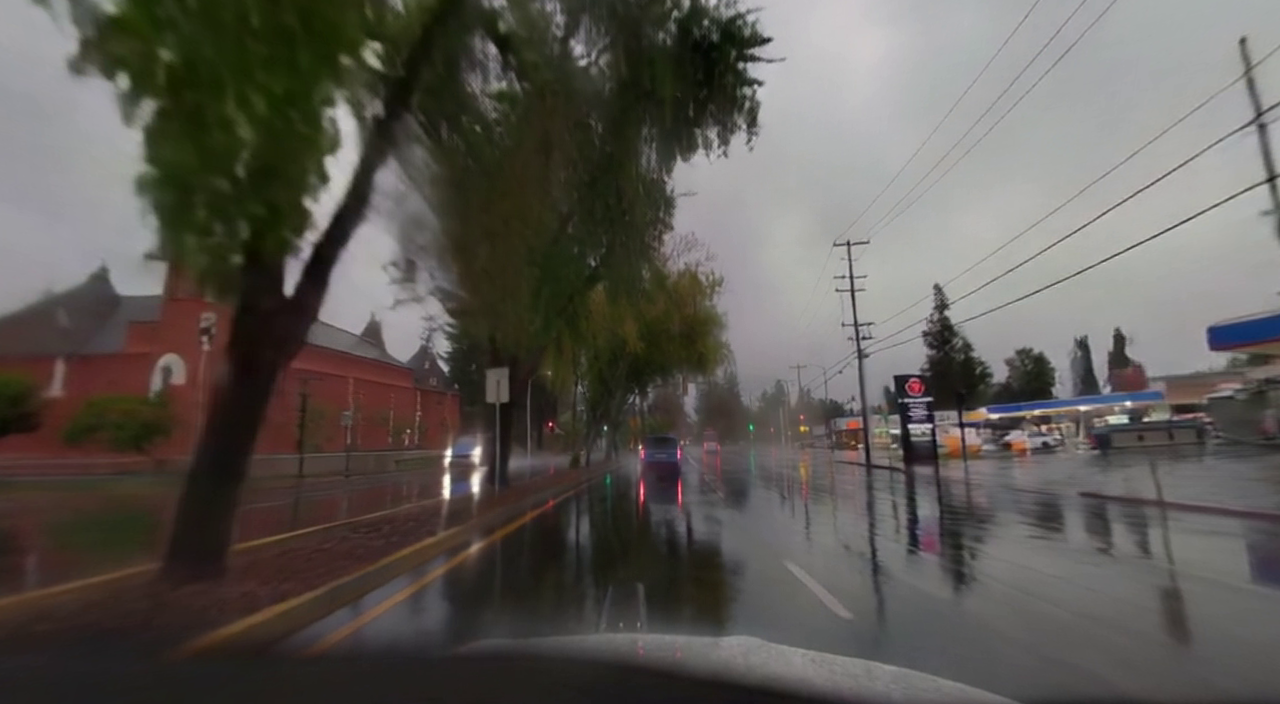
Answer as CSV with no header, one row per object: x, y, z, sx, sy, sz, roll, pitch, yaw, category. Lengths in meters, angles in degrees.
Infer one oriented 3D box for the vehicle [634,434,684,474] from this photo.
0.876,4.498,28.119,2.032,1.621,4.082,-1,-8,3,vehicle

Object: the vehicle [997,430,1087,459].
25.880,5.968,40.768,4.510,1.733,2.066,0,-8,-9,vehicle

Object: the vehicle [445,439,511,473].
-9.529,6.141,37.610,2.159,1.850,4.944,-2,-8,6,vehicle
